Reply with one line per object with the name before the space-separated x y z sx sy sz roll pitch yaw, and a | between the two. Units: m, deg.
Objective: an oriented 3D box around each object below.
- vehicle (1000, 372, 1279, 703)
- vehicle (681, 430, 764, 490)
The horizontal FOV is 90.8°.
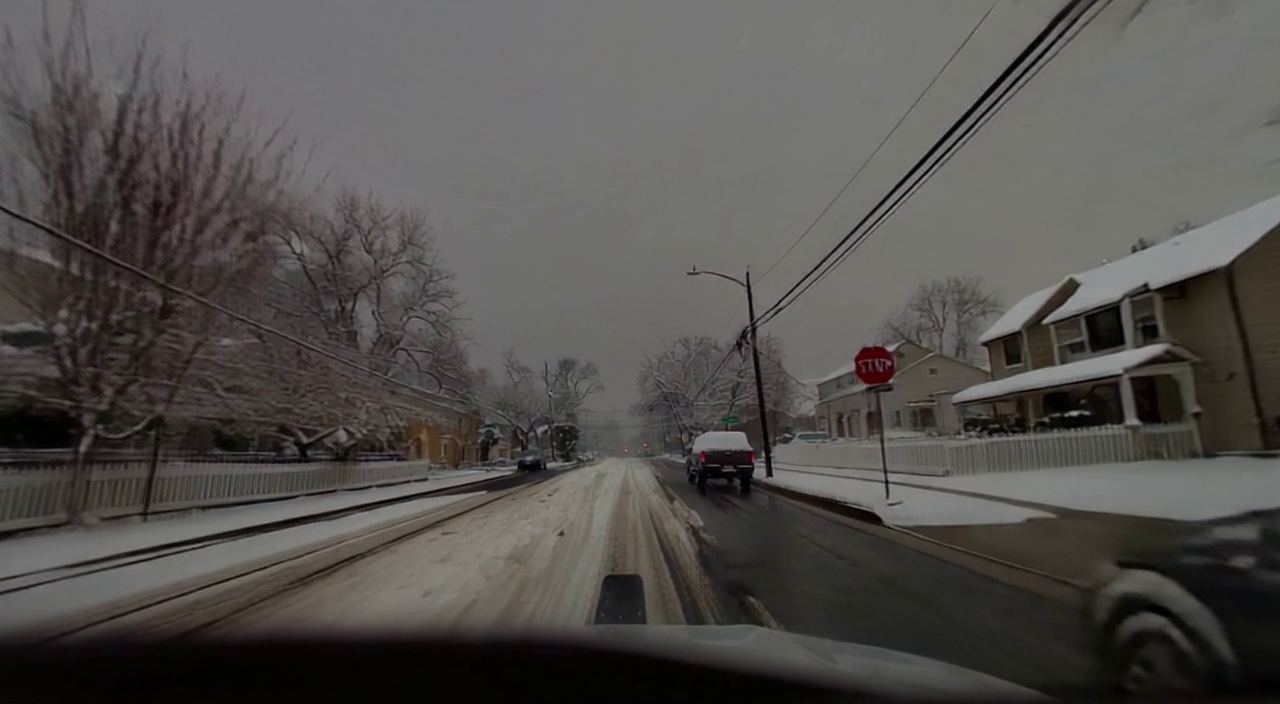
vehicle | 3.004 0.679 0.916 2.185 1.513 4.524 0 -9 -2
vehicle | 2.693 3.671 21.810 2.126 1.795 4.751 0 -9 -1
